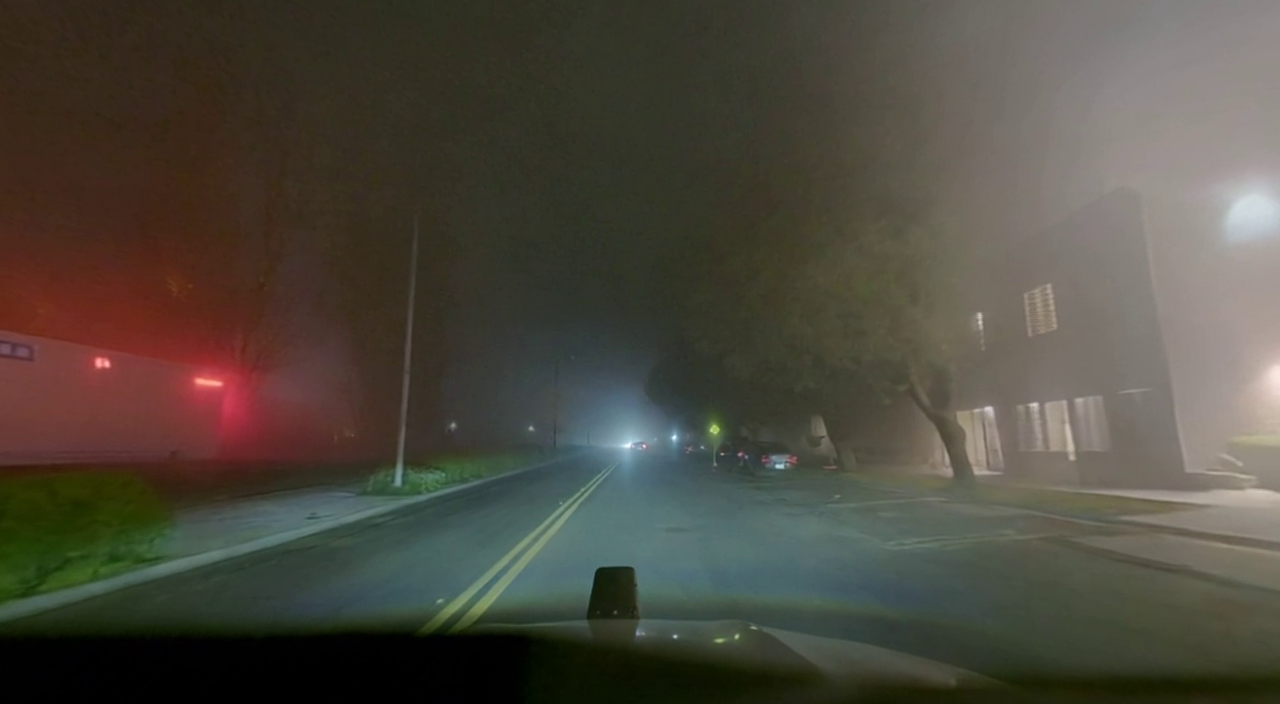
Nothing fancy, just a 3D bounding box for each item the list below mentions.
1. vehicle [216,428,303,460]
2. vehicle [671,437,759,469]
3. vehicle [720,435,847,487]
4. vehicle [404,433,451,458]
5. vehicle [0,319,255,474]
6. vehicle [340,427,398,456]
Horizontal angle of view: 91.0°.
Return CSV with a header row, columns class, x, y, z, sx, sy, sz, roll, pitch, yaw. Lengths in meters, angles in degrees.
class,x,y,z,sx,sy,sz,roll,pitch,yaw
vehicle,-18.968,4.613,31.590,1.828,1.502,4.103,0,-8,-1
vehicle,3.946,5.222,32.827,4.424,1.498,1.854,5,-10,-36
vehicle,4.621,3.401,20.057,3.896,1.488,1.868,6,-10,-38
vehicle,-15.463,6.805,45.943,2.012,1.655,4.241,0,-8,-1
vehicle,-18.857,1.811,21.250,3.054,4.140,14.110,-1,-8,-1
vehicle,-19.108,6.339,44.570,1.963,1.843,4.866,-1,-8,-1
